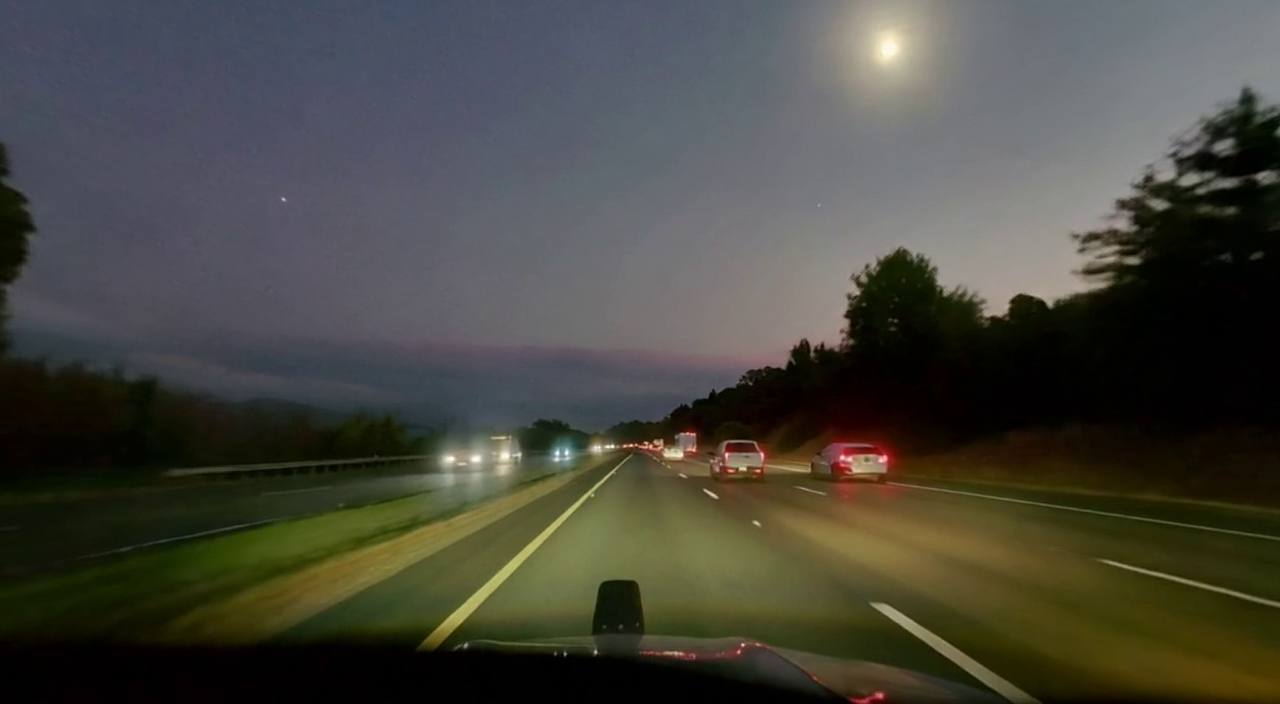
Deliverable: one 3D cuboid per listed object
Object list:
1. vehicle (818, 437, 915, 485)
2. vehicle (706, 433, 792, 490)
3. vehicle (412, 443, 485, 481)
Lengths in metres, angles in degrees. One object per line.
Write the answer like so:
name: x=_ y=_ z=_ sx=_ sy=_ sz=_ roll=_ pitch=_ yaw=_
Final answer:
vehicle: x=8.619 y=4.188 z=24.508 sx=2.018 sy=1.636 sz=4.510 roll=0 pitch=-9 yaw=-1
vehicle: x=3.637 y=3.759 z=21.959 sx=2.070 sy=1.751 sz=4.576 roll=0 pitch=-9 yaw=-1
vehicle: x=-8.236 y=4.752 z=27.536 sx=1.900 sy=1.483 sz=4.190 roll=0 pitch=-9 yaw=0
